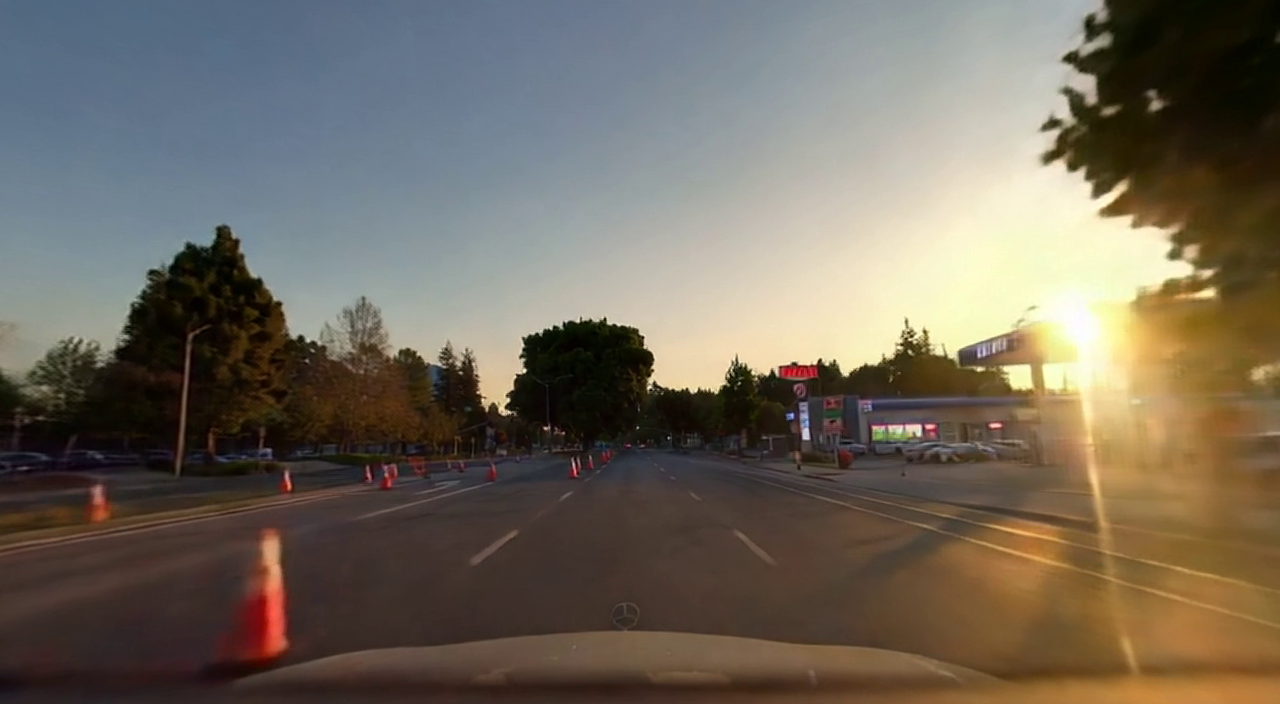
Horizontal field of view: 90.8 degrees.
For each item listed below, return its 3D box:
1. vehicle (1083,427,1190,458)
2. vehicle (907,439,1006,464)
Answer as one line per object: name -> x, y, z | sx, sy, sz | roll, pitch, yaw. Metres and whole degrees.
vehicle -> 30.305, 5.558, 38.735 | 4.628, 1.817, 1.996 | -2, -8, 10
vehicle -> 18.292, 5.766, 36.677 | 4.674, 1.399, 1.987 | 0, -8, 0
